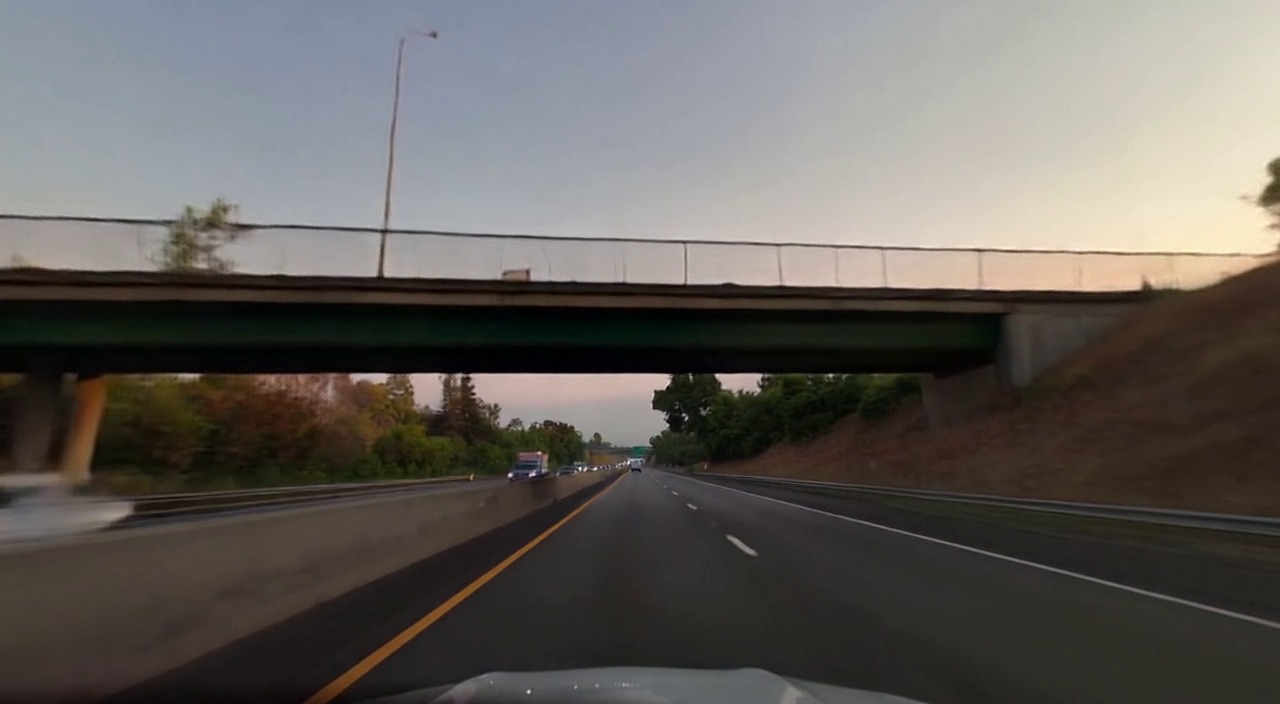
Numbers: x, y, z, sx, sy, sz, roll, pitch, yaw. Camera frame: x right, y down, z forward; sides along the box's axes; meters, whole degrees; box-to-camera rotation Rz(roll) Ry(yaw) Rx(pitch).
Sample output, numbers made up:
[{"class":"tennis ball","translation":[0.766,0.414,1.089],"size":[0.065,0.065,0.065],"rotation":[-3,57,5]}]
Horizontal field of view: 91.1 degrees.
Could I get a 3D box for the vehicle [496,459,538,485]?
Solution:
[{"class":"vehicle","translation":[-9.228,9.061,47.581],"size":[2.142,1.773,4.793],"rotation":[1,-10,0]}]
